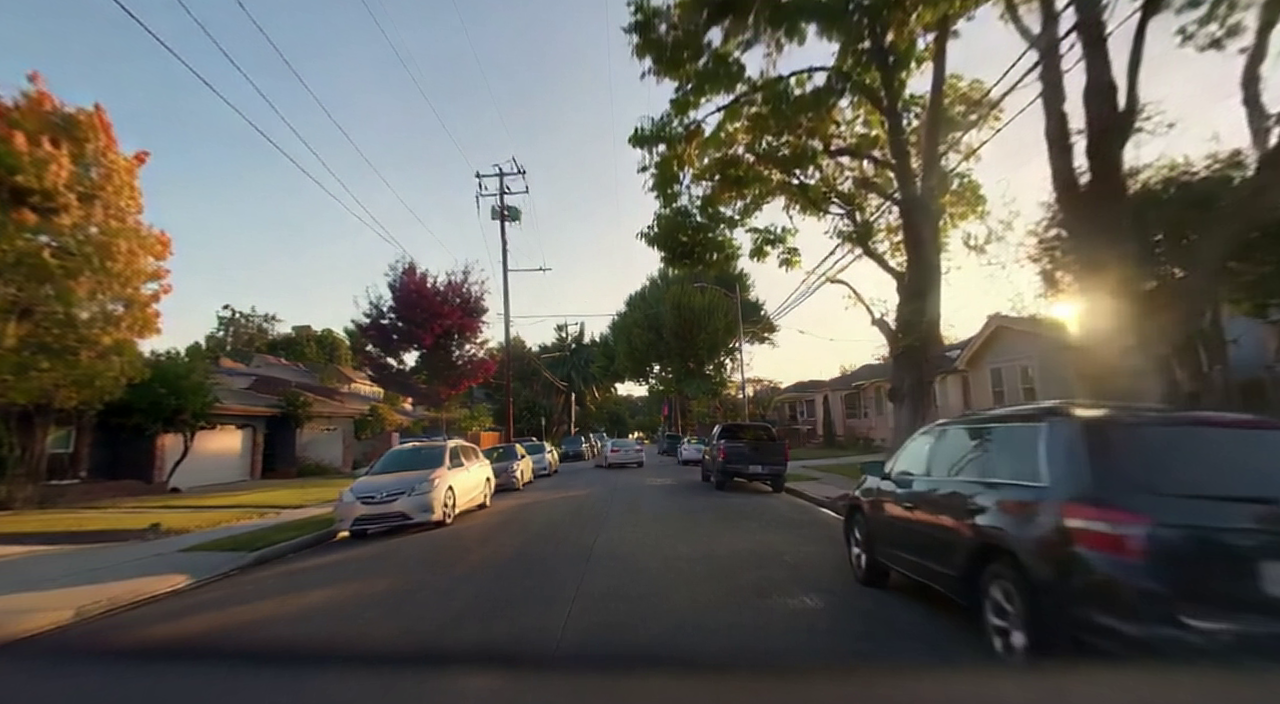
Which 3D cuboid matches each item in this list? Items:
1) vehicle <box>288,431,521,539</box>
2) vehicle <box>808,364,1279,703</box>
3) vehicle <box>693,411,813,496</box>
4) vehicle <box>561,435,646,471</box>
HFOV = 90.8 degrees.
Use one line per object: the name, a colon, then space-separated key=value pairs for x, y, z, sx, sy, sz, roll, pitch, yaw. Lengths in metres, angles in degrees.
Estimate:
vehicle: x=-3.965 y=2.341 z=11.966 sx=2.130 sy=1.543 sz=5.386 roll=-1 pitch=-8 yaw=3
vehicle: x=2.903 y=1.173 z=4.595 sx=2.060 sy=1.614 sz=4.652 roll=-1 pitch=-8 yaw=0
vehicle: x=2.923 y=2.814 z=17.796 sx=2.292 sy=1.981 sz=5.277 roll=0 pitch=-8 yaw=-1
vehicle: x=-1.782 y=4.646 z=29.314 sx=2.081 sy=1.483 sz=4.599 roll=4 pitch=-9 yaw=-30
